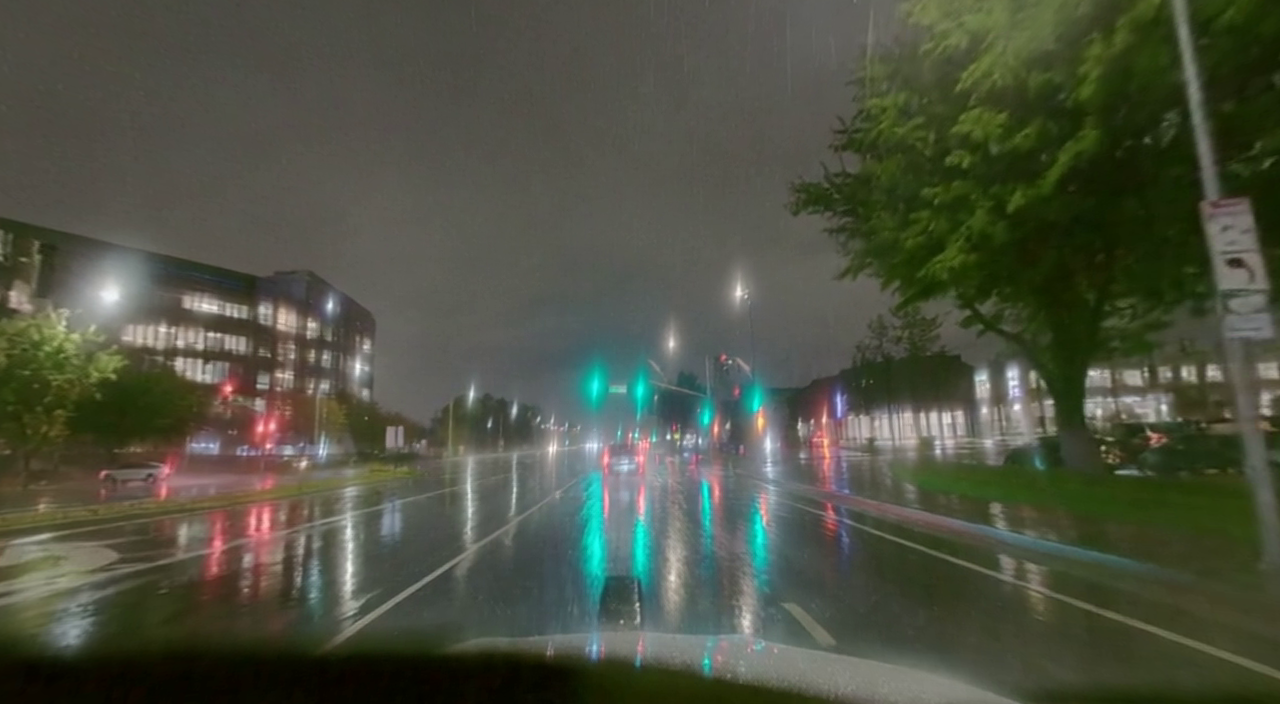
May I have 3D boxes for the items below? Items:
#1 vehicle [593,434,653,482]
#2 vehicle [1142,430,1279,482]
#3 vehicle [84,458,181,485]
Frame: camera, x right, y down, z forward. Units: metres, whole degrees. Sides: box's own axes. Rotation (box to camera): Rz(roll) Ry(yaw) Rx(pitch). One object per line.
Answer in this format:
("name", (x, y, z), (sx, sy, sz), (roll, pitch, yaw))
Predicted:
("vehicle", (-0.636, 4.084, 24.626), (2.130, 1.711, 4.038), (0, -8, -1))
("vehicle", (17.098, 2.980, 18.227), (3.720, 1.414, 1.719), (0, -8, -2))
("vehicle", (-35.005, 8.261, 43.674), (4.884, 1.736, 2.049), (0, -8, -1))
